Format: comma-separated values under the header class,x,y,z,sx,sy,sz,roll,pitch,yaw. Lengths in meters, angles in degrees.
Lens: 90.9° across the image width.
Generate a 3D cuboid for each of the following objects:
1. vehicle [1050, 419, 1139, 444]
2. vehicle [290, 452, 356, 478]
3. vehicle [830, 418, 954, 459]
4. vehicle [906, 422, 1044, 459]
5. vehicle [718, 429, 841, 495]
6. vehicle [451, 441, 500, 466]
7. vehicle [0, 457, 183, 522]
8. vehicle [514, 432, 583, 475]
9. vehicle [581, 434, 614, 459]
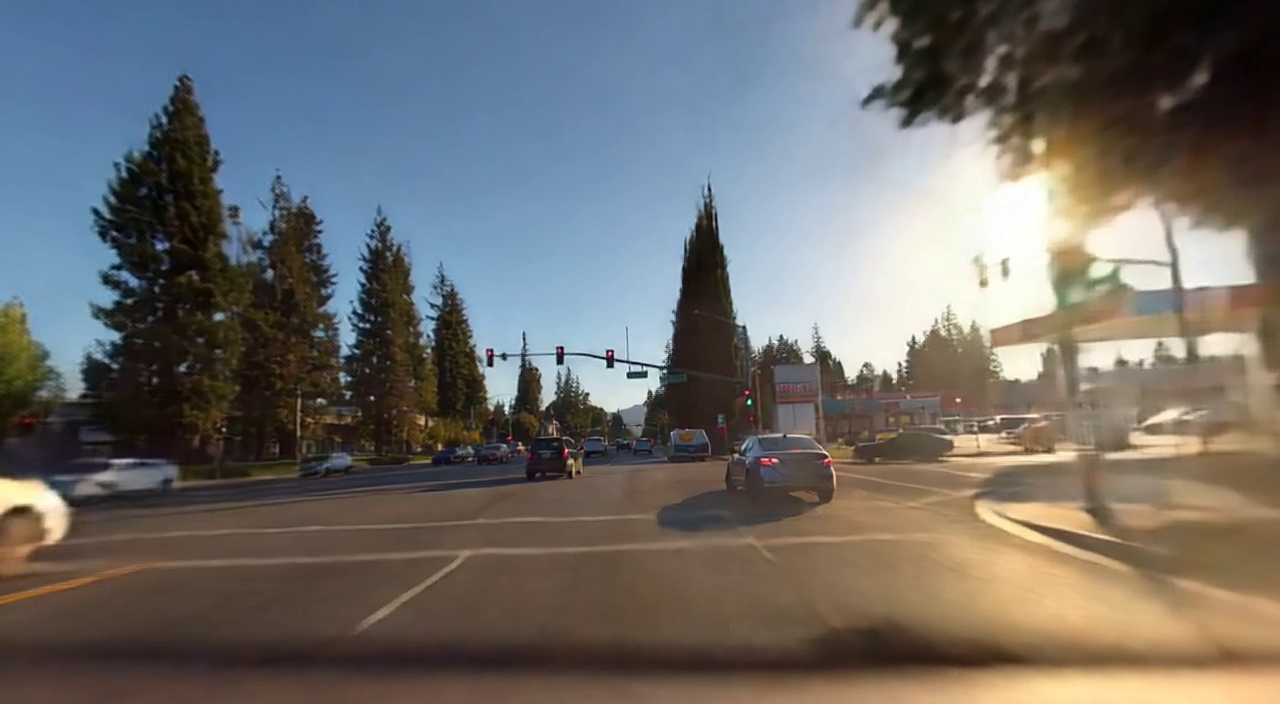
class,x,y,z,sx,sy,sz,roll,pitch,yaw
vehicle,29.700,5.210,41.272,4.550,1.467,1.843,0,-8,-7
vehicle,-21.933,7.823,43.791,2.061,1.643,4.614,0,-8,2
vehicle,12.477,4.330,31.502,5.156,1.917,2.308,0,-8,2
vehicle,14.324,3.814,27.127,4.776,1.486,2.138,1,-8,-5
vehicle,3.451,2.827,16.640,2.095,1.475,4.686,0,-8,-1
vehicle,-11.431,7.074,44.067,2.091,1.644,4.645,0,-8,1
vehicle,-15.568,3.718,17.608,2.011,1.450,4.679,0,-8,1
vehicle,-3.821,4.338,27.151,2.250,1.713,4.422,0,-8,1
vehicle,-3.252,7.366,49.249,2.126,1.810,4.414,0,-8,1
